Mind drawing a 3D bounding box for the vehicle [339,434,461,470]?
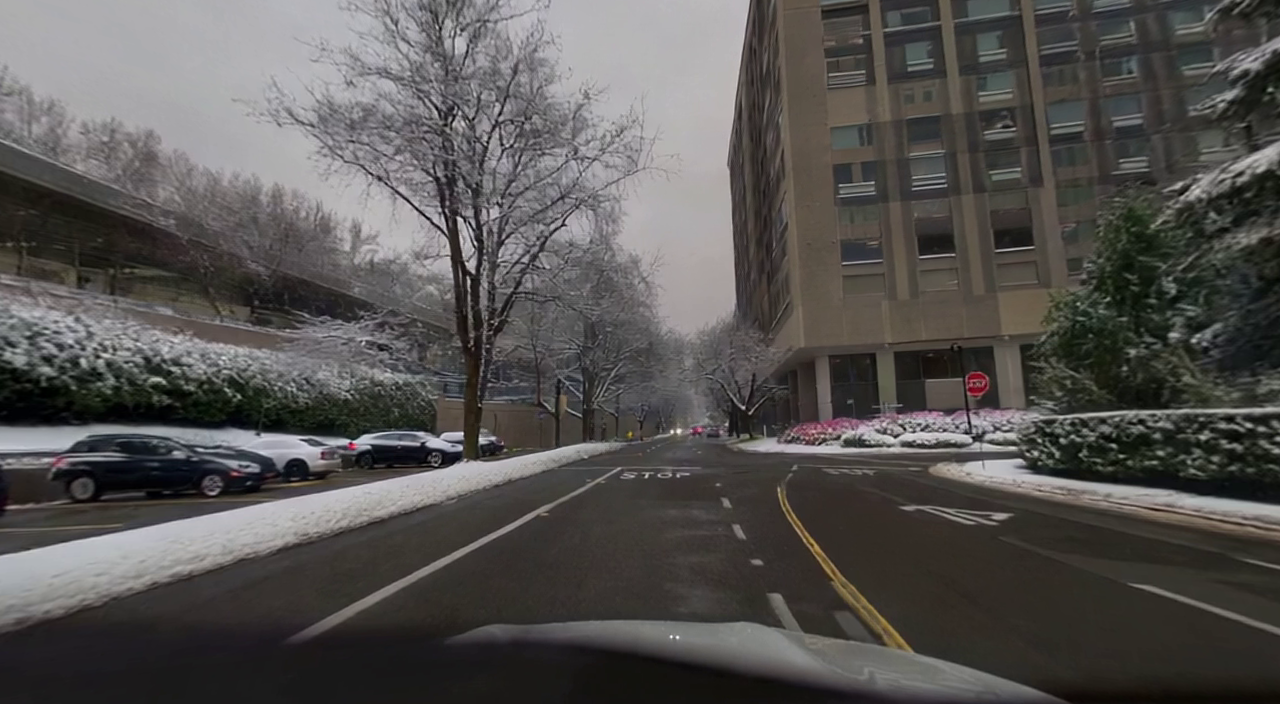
[{"bbox_3d":[-10.597,4.406,27.957,4.694,1.447,2.137,5,-10,-29],"label":"vehicle"}]

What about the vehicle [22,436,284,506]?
[{"bbox_3d":[-11.219,2.765,15.044,4.421,1.446,2.053,3,-9,-20],"label":"vehicle"}]
